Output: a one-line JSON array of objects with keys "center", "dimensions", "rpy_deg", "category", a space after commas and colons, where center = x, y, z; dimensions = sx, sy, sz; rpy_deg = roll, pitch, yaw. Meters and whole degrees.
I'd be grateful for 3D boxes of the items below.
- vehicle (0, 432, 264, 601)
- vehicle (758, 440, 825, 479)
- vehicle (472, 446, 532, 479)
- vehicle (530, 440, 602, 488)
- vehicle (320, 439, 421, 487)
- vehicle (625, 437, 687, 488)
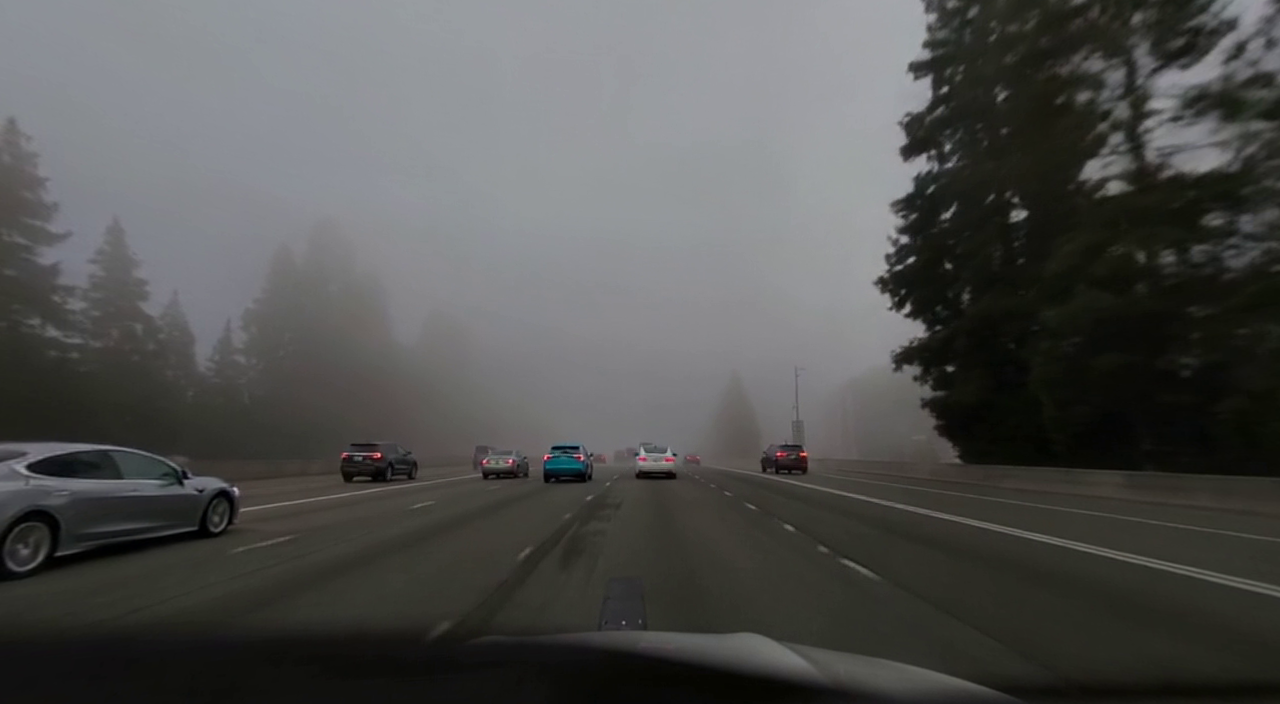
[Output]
[{"center": [-6.705, 1.675, 7.041], "dimensions": [2.116, 1.473, 4.644], "rpy_deg": [0, -8, 1], "category": "vehicle"}, {"center": [7.503, 5.347, 31.744], "dimensions": [2.071, 1.754, 4.484], "rpy_deg": [0, -8, -3], "category": "vehicle"}, {"center": [-6.593, 5.312, 30.580], "dimensions": [1.886, 1.455, 4.148], "rpy_deg": [0, -8, 1], "category": "vehicle"}, {"center": [-2.711, 4.222, 24.116], "dimensions": [2.102, 1.624, 4.257], "rpy_deg": [-1, -8, 2], "category": "vehicle"}, {"center": [-10.365, 4.277, 24.658], "dimensions": [1.947, 1.683, 4.331], "rpy_deg": [-1, -8, 1], "category": "vehicle"}, {"center": [0.575, 4.094, 23.788], "dimensions": [2.114, 1.715, 4.136], "rpy_deg": [-1, -8, 1], "category": "vehicle"}]
